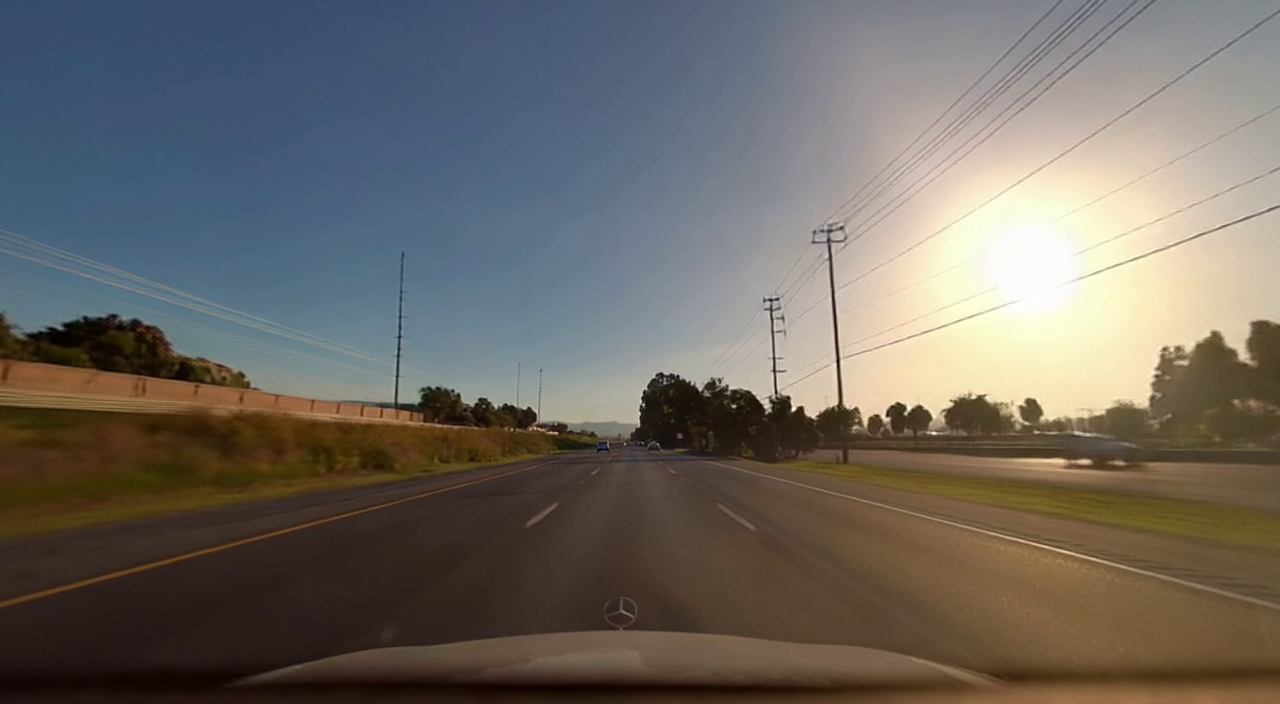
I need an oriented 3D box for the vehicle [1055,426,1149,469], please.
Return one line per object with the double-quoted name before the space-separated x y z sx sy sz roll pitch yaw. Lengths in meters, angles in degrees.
"vehicle" 33.626 6.987 46.294 2.286 2.884 6.022 0 -8 1
